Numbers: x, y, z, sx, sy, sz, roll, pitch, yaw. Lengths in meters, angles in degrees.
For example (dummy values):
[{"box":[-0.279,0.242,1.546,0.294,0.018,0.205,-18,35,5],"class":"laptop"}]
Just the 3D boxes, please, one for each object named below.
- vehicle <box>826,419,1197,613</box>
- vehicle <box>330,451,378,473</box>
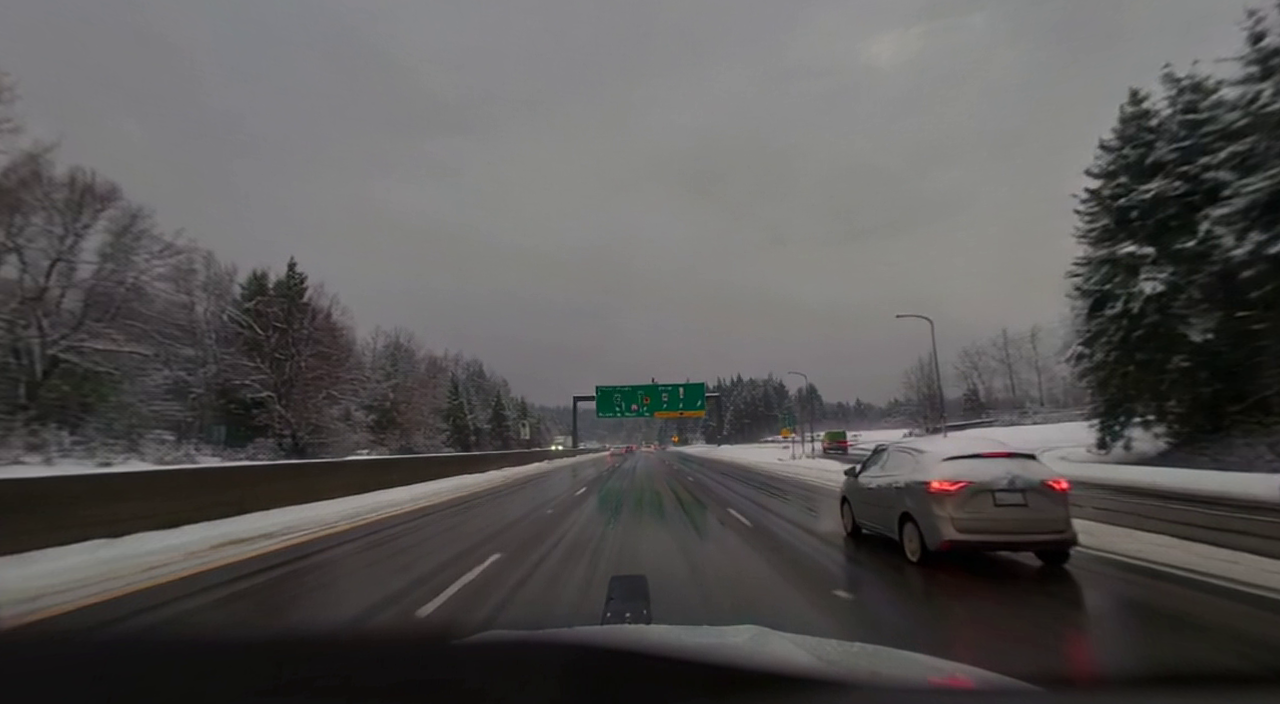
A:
[{"box":[3.702,1.667,7.302,1.909,1.599,3.943,0,-8,1],"class":"vehicle"},{"box":[-22.657,8.703,49.957,1.818,1.545,4.256,0,-8,0],"class":"vehicle"}]
